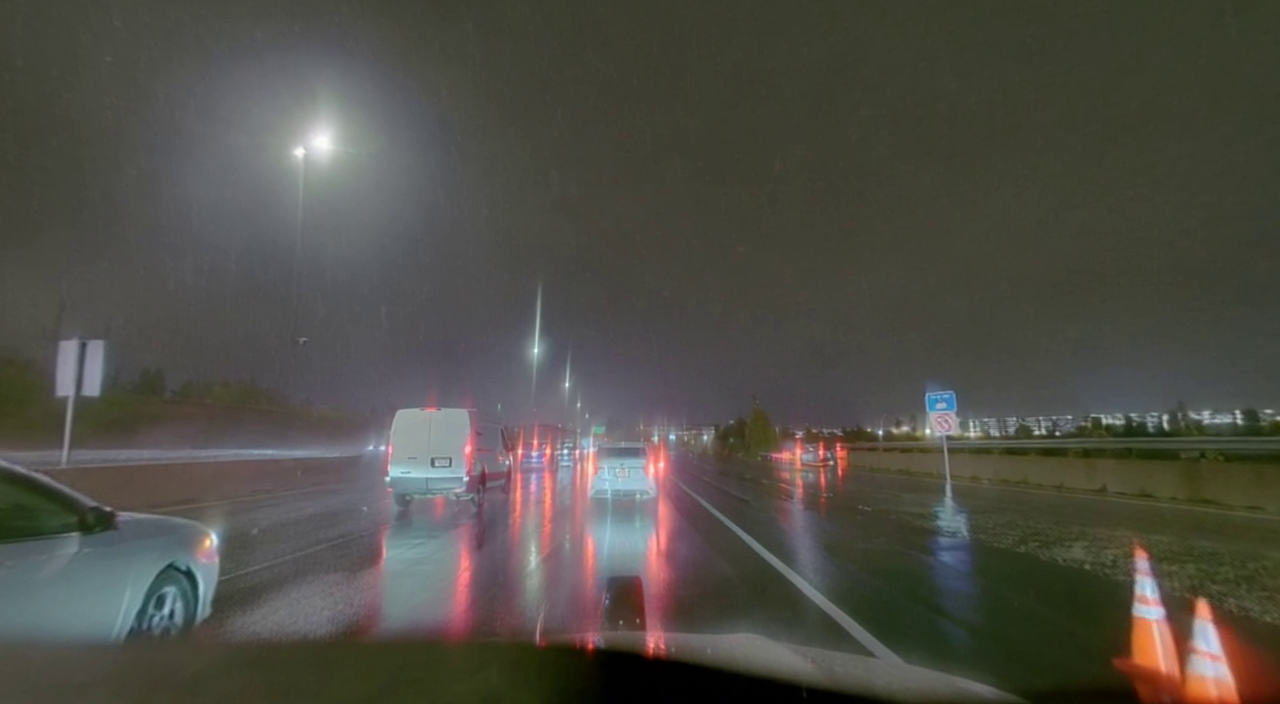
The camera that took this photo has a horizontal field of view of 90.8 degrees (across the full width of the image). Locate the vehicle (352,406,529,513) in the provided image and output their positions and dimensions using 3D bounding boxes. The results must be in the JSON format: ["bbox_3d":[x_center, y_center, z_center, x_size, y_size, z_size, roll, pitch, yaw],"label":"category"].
[{"bbox_3d":[-4.303,2.472,14.936,2.324,2.012,5.740,0,-9,0],"label":"vehicle"}]

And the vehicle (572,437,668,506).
[{"bbox_3d":[-0.457,2.889,15.718,2.069,1.484,3.918,0,-9,-1],"label":"vehicle"}]

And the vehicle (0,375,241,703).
[{"bbox_3d":[-3.975,0.842,2.394,2.041,1.604,4.384,0,-9,0],"label":"vehicle"}]

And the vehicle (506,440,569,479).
[{"bbox_3d":[-4.090,4.350,25.740,1.824,1.459,4.007,0,-9,1],"label":"vehicle"}]
